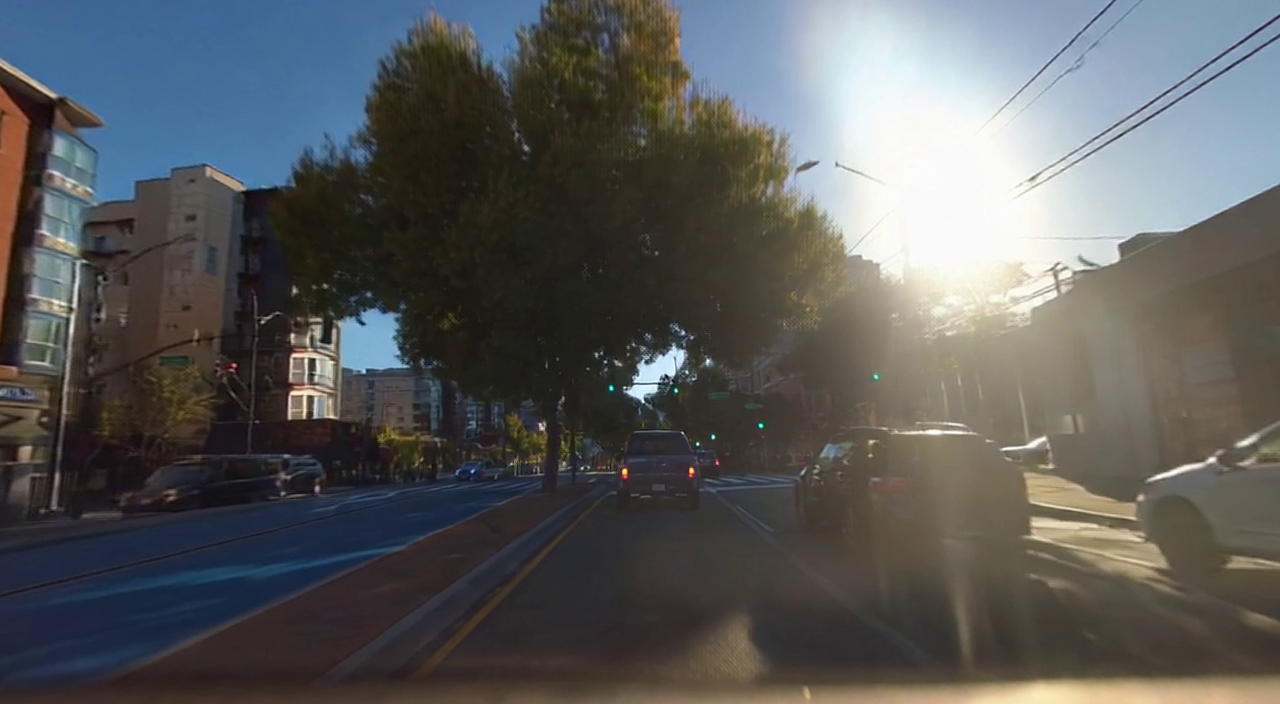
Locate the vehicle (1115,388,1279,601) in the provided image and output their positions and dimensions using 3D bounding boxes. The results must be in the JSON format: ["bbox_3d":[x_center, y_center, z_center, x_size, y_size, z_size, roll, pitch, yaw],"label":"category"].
[{"bbox_3d":[6.449,1.123,4.792,2.066,1.790,4.663,0,-9,1],"label":"vehicle"}]

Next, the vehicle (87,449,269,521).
[{"bbox_3d":[-13.798,3.937,19.290,1.914,1.889,4.585,-1,-9,2],"label":"vehicle"}]

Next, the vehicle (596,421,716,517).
[{"bbox_3d":[0.313,2.489,13.780,2.209,1.748,4.130,0,-9,1],"label":"vehicle"}]

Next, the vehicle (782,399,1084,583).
[{"bbox_3d":[3.286,1.646,8.176,1.939,1.746,4.091,0,-9,1],"label":"vehicle"}]

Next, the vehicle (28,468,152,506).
[{"bbox_3d":[-29.015,7.113,33.400,4.558,1.818,2.120,0,-9,1],"label":"vehicle"}]
